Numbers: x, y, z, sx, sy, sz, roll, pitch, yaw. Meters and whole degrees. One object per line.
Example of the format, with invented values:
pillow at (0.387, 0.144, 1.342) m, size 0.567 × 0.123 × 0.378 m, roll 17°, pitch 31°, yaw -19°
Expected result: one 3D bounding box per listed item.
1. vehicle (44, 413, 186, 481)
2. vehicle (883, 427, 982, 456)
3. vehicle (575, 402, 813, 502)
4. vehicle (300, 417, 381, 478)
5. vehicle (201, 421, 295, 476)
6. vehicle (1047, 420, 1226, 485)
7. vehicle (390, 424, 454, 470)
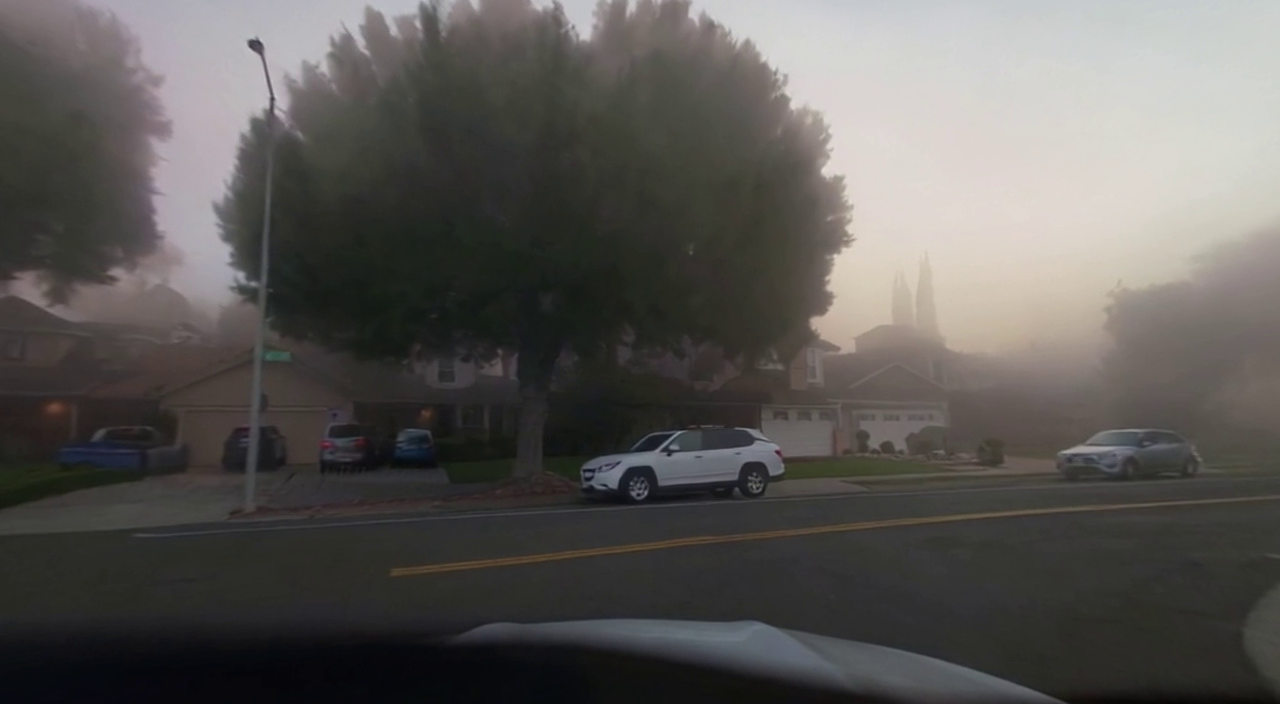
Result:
vehicle at (-18.154, 3.276, 21.754) m, size 5.475 × 2.043 × 2.307 m, roll -6°, pitch -11°, yaw 36°
vehicle at (16.441, 5.092, 35.731) m, size 1.967 × 1.523 × 4.619 m, roll 7°, pitch -11°, yaw -38°
vehicle at (1.191, 2.297, 14.375) m, size 4.919 × 1.969 × 2.104 m, roll 4°, pitch -10°, yaw -19°
vehicle at (-11.042, 3.546, 23.694) m, size 2.278 × 1.969 × 5.533 m, roll 3°, pitch -8°, yaw -21°
vehicle at (-15.073, 3.756, 24.627) m, size 2.391 × 1.894 × 5.075 m, roll 4°, pitch -9°, yaw -24°
vehicle at (16.040, 3.210, 20.406) m, size 5.179 × 1.847 × 2.219 m, roll 3°, pitch -10°, yaw -25°
vehicle at (-8.965, 3.889, 25.818) m, size 2.005 × 1.699 × 4.234 m, roll 4°, pitch -9°, yaw -24°
